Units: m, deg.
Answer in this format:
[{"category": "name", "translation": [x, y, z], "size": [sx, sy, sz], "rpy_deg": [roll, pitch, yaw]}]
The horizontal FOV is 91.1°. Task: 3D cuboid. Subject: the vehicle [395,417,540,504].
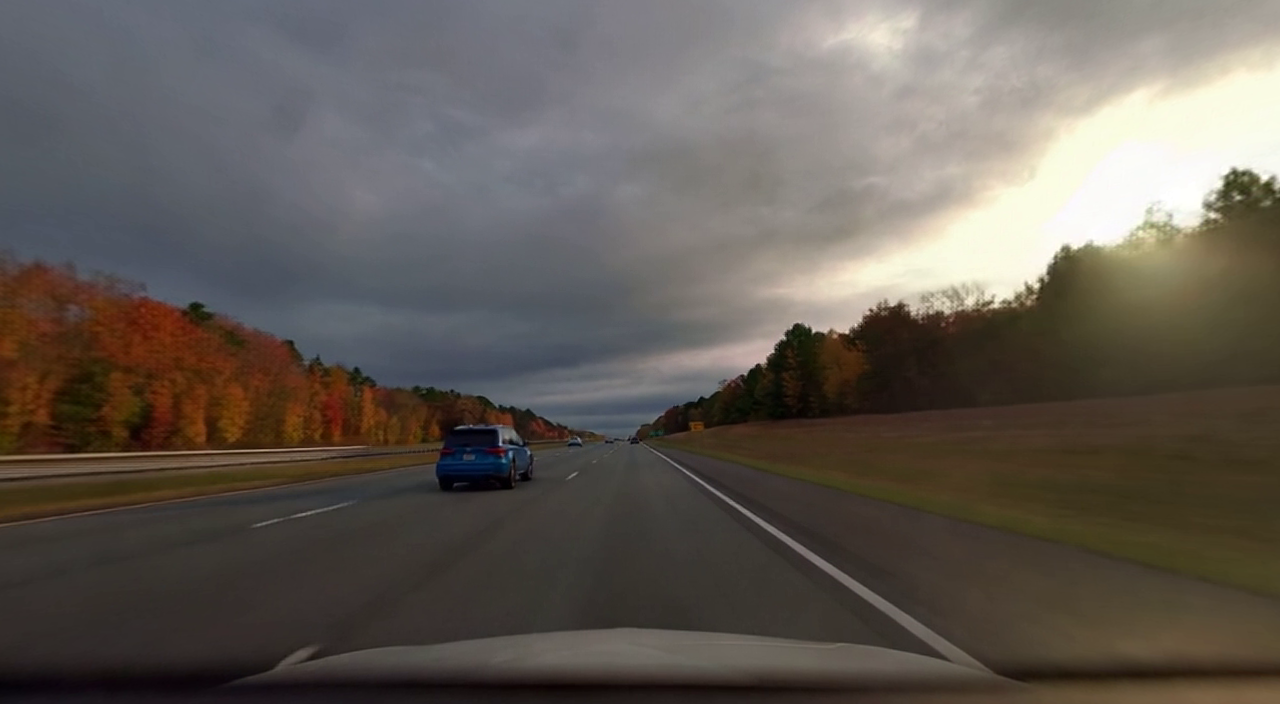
[{"category": "vehicle", "translation": [-3.707, 2.416, 14.514], "size": [2.057, 1.666, 4.552], "rpy_deg": [0, -8, 0]}]
